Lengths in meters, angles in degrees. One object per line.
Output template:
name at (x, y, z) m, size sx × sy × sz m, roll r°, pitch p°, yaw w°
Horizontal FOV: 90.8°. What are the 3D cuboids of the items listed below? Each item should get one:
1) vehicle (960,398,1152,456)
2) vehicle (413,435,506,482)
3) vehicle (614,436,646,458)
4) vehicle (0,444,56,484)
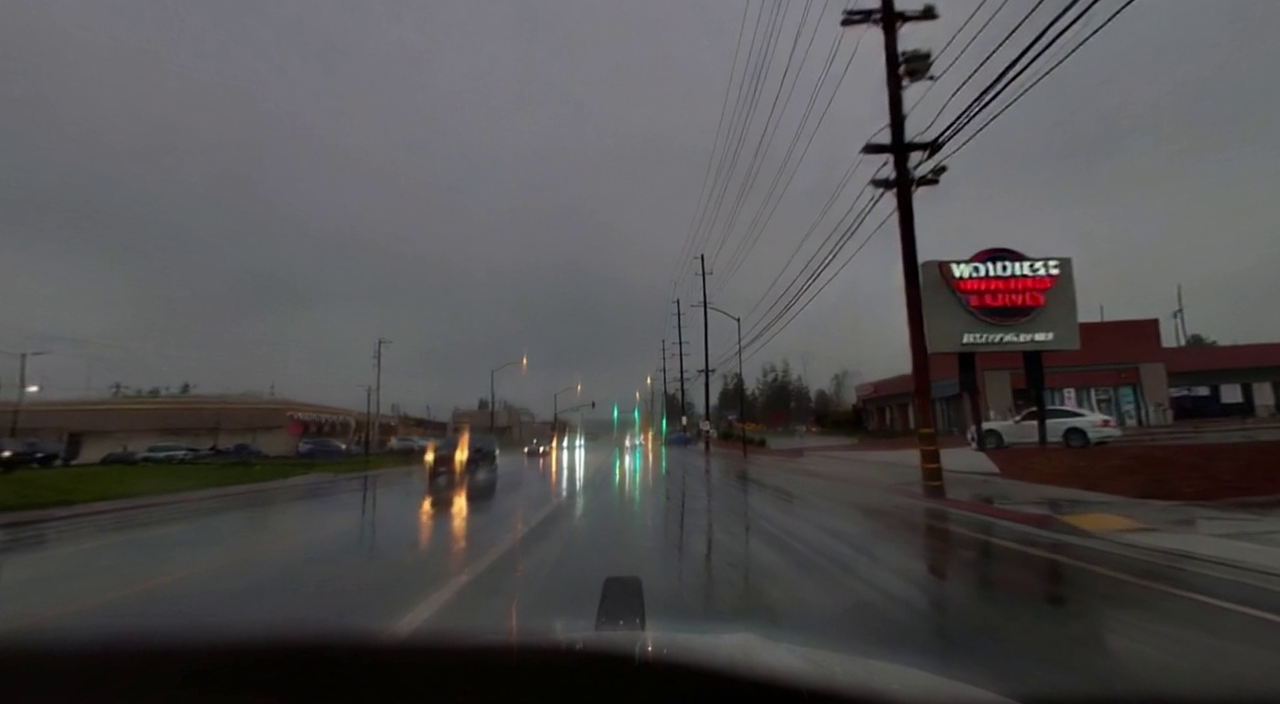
vehicle at (13.537, 2.483, 20.812) m, size 4.836 × 1.750 × 2.079 m, roll -1°, pitch -8°, yaw -1°
vehicle at (-6.373, 3.801, 22.934) m, size 1.987 × 1.515 × 4.789 m, roll 0°, pitch -8°, yaw 0°
vehicle at (-0.684, 6.551, 43.704) m, size 2.097 × 1.472 × 4.544 m, roll 0°, pitch -8°, yaw 0°
vehicle at (-27.726, 4.895, 27.996) m, size 2.002 × 1.592 × 4.739 m, roll 6°, pitch -10°, yaw -36°
